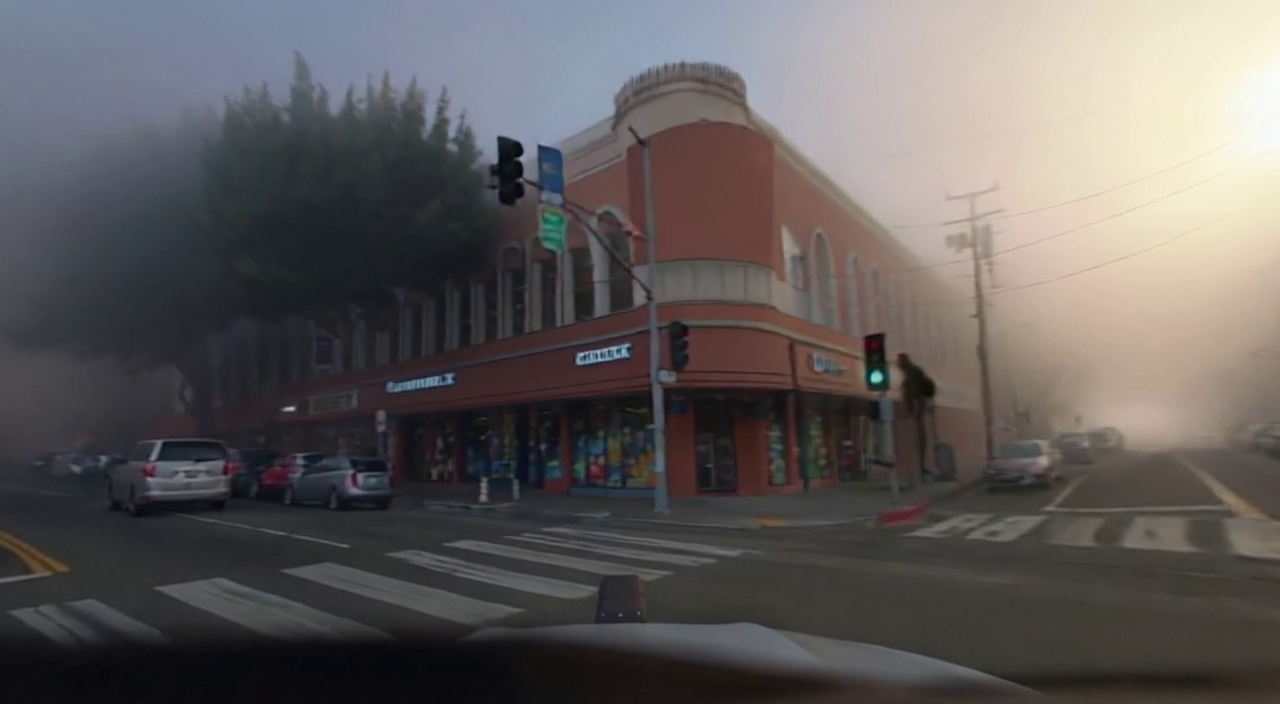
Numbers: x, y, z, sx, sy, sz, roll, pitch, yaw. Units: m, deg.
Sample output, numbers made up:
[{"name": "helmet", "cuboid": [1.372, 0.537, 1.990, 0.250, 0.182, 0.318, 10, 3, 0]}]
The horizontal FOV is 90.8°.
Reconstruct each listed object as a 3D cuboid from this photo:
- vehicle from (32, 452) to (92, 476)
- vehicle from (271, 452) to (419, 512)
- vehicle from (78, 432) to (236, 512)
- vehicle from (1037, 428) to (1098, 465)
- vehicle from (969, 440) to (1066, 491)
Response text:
[{"name": "vehicle", "cuboid": [-37.429, 7.206, 40.870, 4.382, 1.440, 1.921, -6, -11, 36]}, {"name": "vehicle", "cuboid": [-8.934, 3.812, 18.997, 4.703, 1.550, 2.059, -7, -11, 38]}, {"name": "vehicle", "cuboid": [-13.325, 3.211, 17.353, 4.611, 1.882, 2.440, -8, -12, 41]}, {"name": "vehicle", "cuboid": [25.779, 5.747, 38.008, 2.510, 1.859, 5.449, -7, -14, 37]}, {"name": "vehicle", "cuboid": [13.639, 4.045, 22.685, 2.179, 1.596, 4.286, -11, -13, 38]}]
